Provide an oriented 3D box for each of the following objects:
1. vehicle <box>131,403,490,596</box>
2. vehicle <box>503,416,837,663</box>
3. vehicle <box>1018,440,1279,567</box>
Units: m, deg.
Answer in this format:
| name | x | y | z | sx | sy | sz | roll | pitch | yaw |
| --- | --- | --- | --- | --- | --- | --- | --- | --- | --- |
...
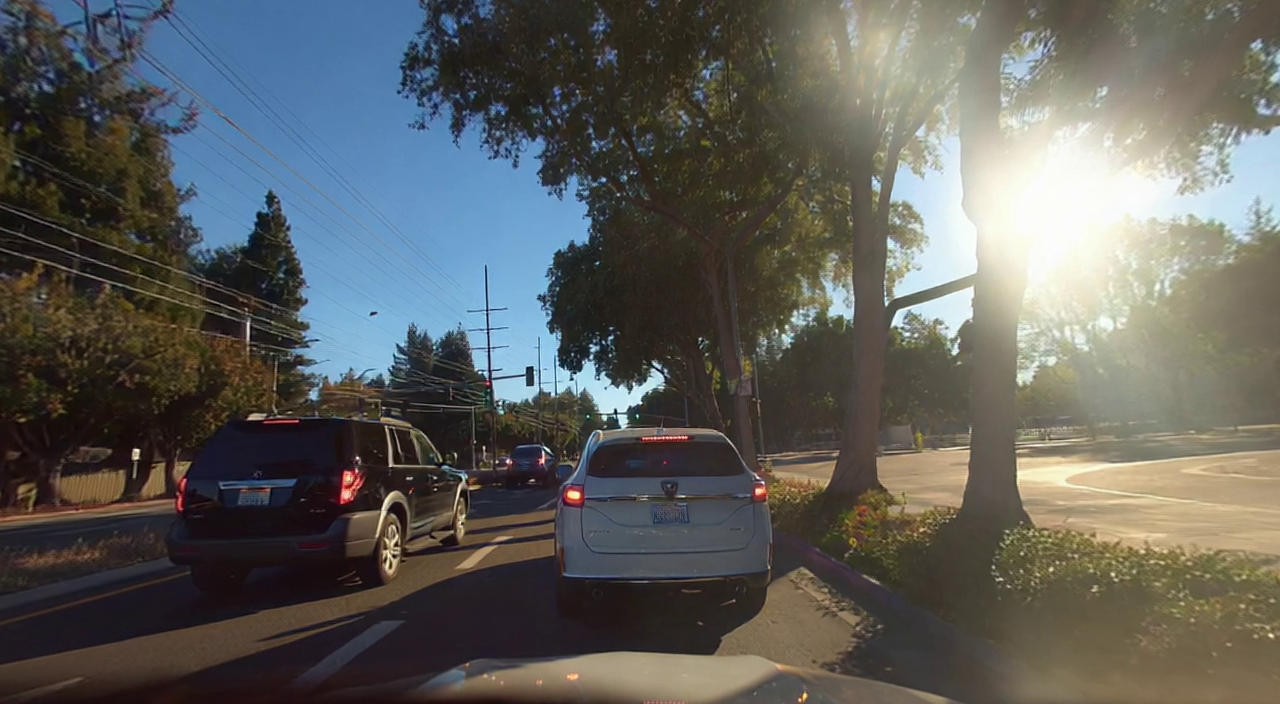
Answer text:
| name | x | y | z | sx | sy | sz | roll | pitch | yaw |
| --- | --- | --- | --- | --- | --- | --- | --- | --- | --- |
| vehicle | -3.474 | 1.640 | 7.886 | 2.105 | 1.706 | 4.337 | 0 | -9 | 0 |
| vehicle | 0.116 | 1.450 | 5.958 | 2.056 | 1.487 | 4.003 | 0 | -9 | -2 |
| vehicle | 8.384 | 2.162 | 9.939 | 1.993 | 1.508 | 4.521 | 0 | -9 | -1 |
